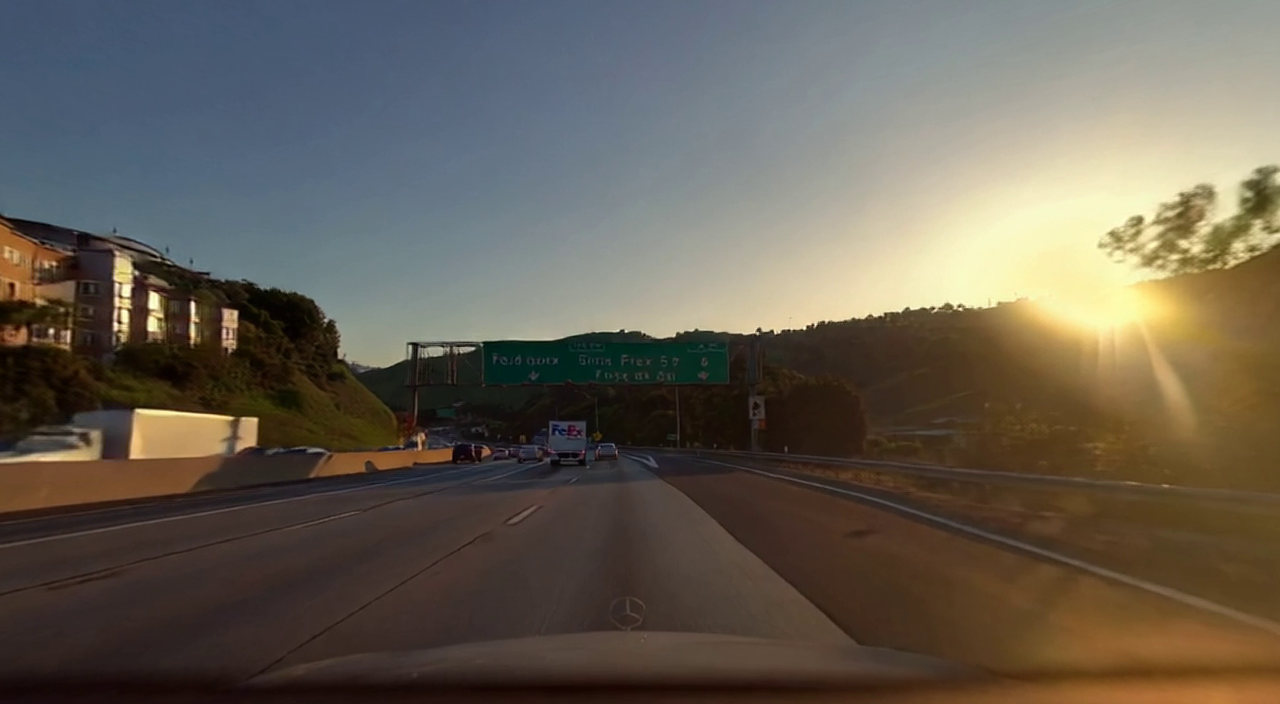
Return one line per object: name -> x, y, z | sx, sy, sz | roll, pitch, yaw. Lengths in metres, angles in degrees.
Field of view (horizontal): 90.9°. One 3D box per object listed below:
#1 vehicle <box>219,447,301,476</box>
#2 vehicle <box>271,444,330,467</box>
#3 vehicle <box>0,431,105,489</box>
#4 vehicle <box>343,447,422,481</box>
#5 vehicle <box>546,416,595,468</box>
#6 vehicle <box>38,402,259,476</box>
vehicle -> -21.167, 6.067, 35.337 | 1.886, 1.464, 4.370 | 0, -8, -1
vehicle -> -25.580, 7.801, 47.744 | 1.904, 1.575, 4.743 | 0, -8, -2
vehicle -> -25.111, 4.197, 24.903 | 2.564, 2.117, 6.007 | 2, -8, 1
vehicle -> -11.841, 5.150, 29.340 | 1.879, 1.431, 4.425 | 0, -8, -1
vehicle -> -4.828, 6.390, 45.115 | 2.798, 3.212, 7.573 | 3, -8, -2
vehicle -> -29.620, 5.475, 39.612 | 3.034, 3.793, 14.014 | 0, -8, -2
